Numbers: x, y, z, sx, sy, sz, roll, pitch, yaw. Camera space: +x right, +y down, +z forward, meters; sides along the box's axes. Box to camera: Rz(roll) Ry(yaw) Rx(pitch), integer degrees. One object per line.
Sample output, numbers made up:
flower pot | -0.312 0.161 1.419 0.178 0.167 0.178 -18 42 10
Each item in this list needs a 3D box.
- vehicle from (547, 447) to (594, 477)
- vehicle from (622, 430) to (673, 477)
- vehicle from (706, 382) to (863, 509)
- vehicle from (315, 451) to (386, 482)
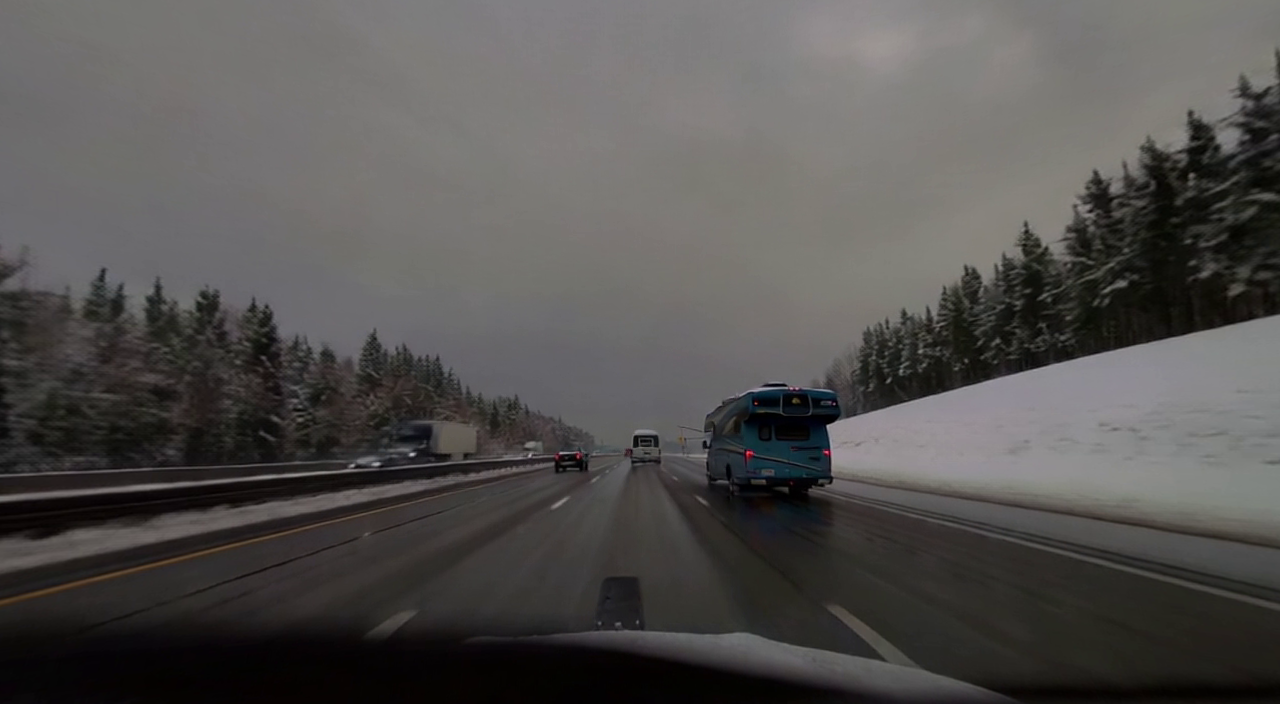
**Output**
vehicle | -3.675 5.901 34.160 1.959 1.502 4.559 0 -9 1
vehicle | 0.380 5.409 33.807 2.524 2.310 4.986 0 -9 0
vehicle | 3.723 2.711 18.275 2.607 2.910 7.252 0 -9 -2
vehicle | -15.354 6.078 33.730 1.810 1.482 4.172 0 -9 0
